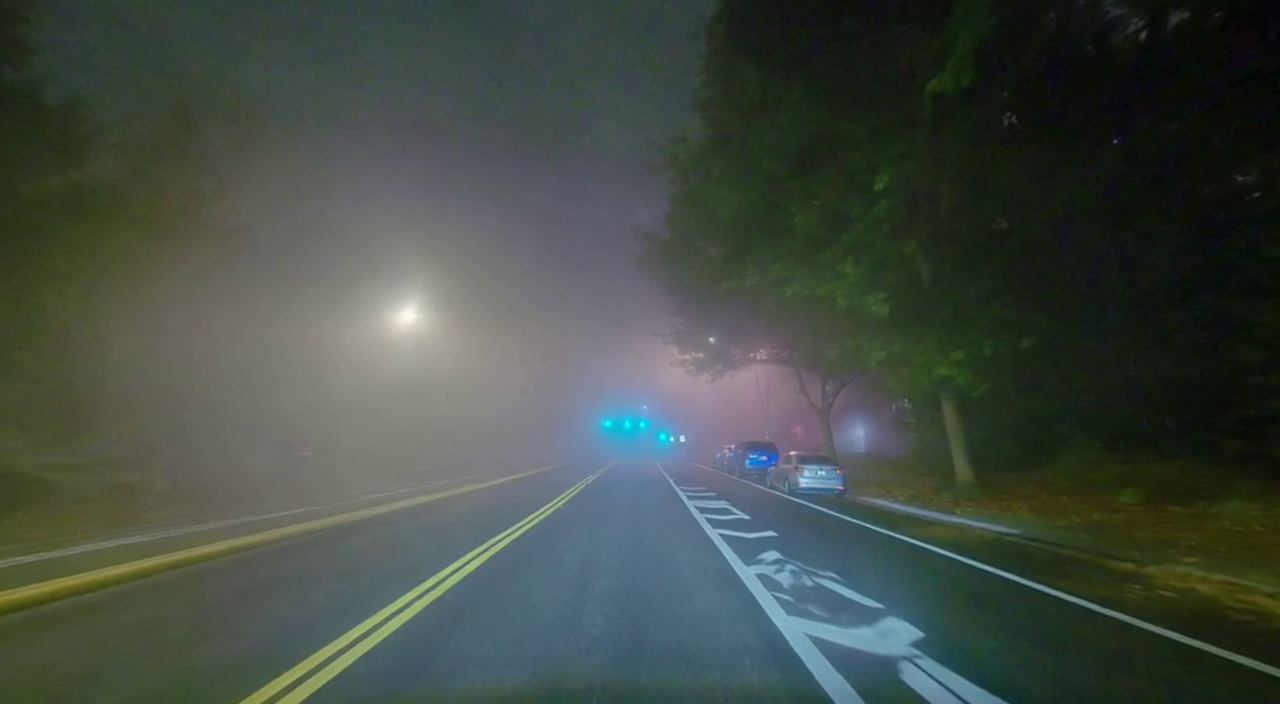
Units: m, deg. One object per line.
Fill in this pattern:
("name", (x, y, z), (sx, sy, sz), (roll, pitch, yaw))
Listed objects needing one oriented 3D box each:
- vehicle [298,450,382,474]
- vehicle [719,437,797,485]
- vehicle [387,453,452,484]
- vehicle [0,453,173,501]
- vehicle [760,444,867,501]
("vehicle", (-20.839, 7.641, 43.919), (4.715, 1.560, 2.131), (0, -9, -1))
("vehicle", (4.808, 4.520, 26.569), (2.218, 1.789, 5.146), (0, -8, -1))
("vehicle", (-12.497, 6.611, 36.053), (1.983, 1.513, 4.662), (-1, -8, 1))
("vehicle", (-20.029, 4.409, 22.507), (4.722, 1.549, 2.412), (0, -8, -1))
("vehicle", (4.919, 3.457, 18.594), (1.928, 1.431, 4.570), (0, -8, 1))
